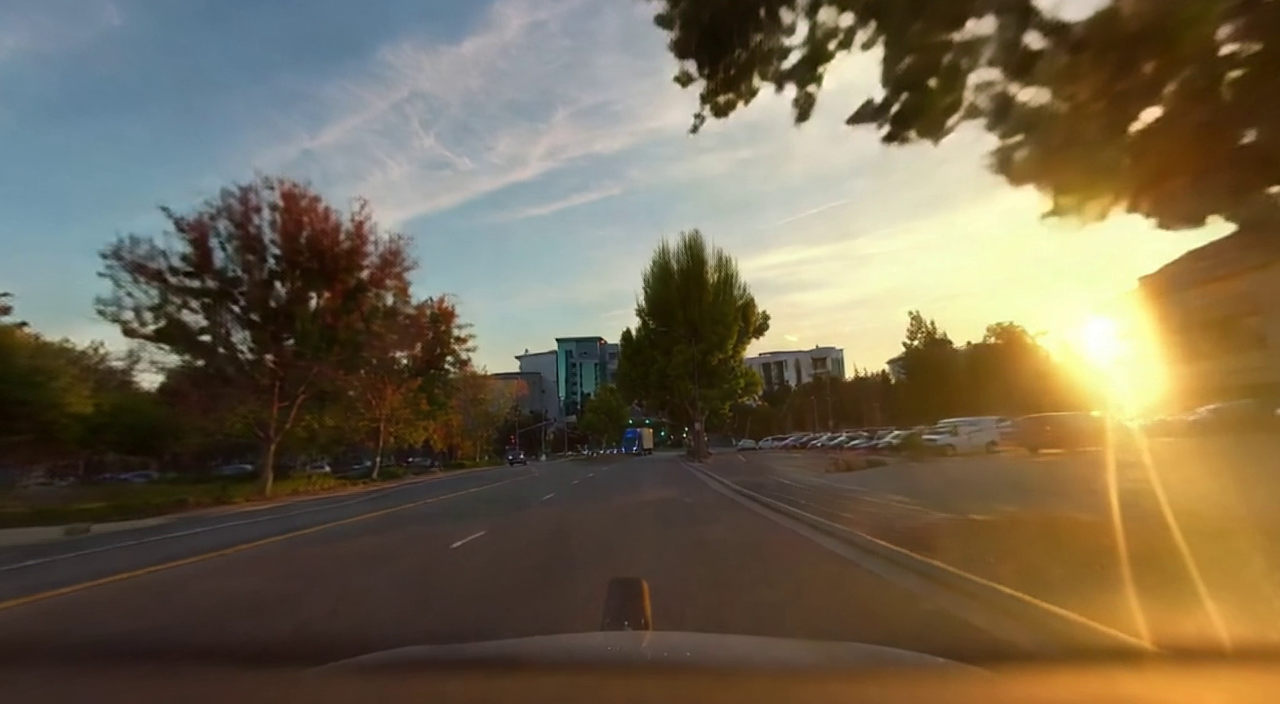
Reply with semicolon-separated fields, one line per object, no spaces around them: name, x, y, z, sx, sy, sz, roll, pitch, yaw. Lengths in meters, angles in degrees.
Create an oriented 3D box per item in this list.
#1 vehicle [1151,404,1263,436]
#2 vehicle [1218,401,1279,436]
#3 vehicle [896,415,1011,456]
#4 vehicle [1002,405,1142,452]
vehicle;29.131;3.507;32.402;4.332;1.530;2.019;1;-9;-13
vehicle;30.049;3.071;29.733;4.128;1.472;1.897;-1;-9;-14
vehicle;16.688;4.469;33.730;5.051;2.038;2.142;0;-9;-9
vehicle;17.605;3.156;25.736;4.653;1.782;2.042;2;-9;-16
